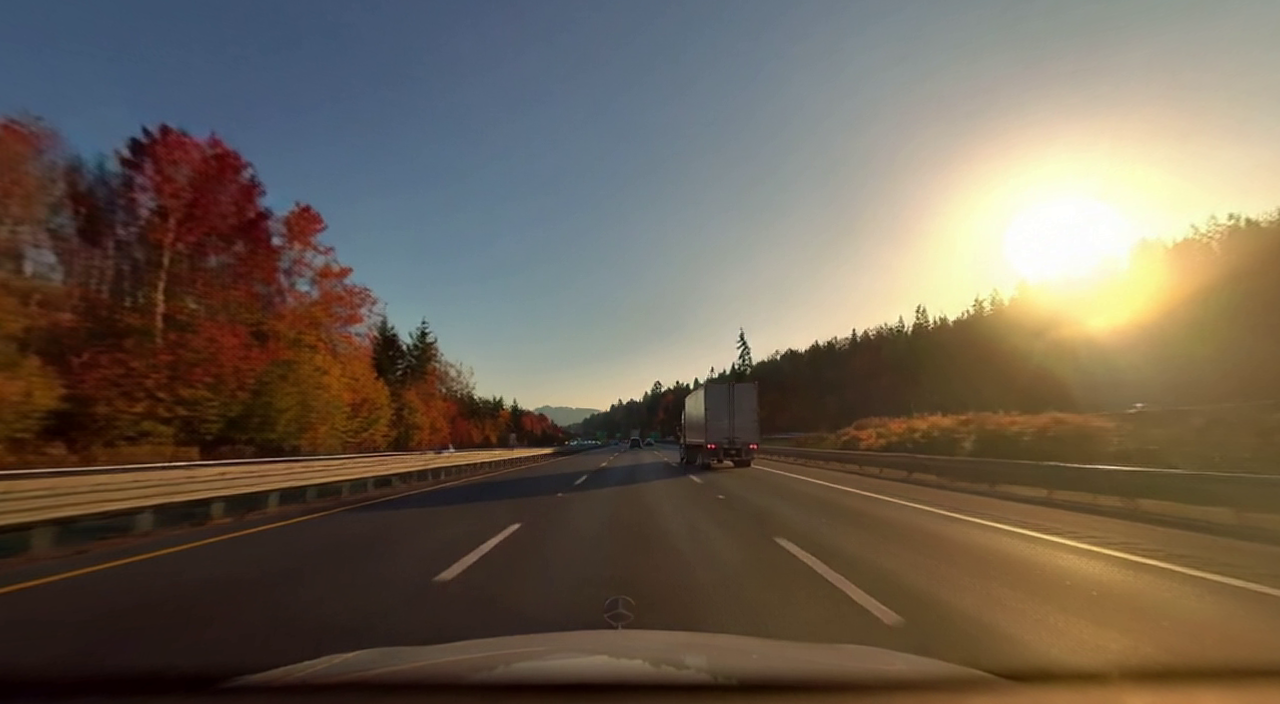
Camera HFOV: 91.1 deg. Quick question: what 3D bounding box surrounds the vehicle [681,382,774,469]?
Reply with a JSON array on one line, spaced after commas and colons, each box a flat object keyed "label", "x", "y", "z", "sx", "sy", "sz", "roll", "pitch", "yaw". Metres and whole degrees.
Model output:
[{"label": "vehicle", "x": 4.207, "y": 3.912, "z": 32.648, "sx": 3.348, "sy": 3.847, "sz": 8.908, "roll": 0, "pitch": -8, "yaw": -1}]
